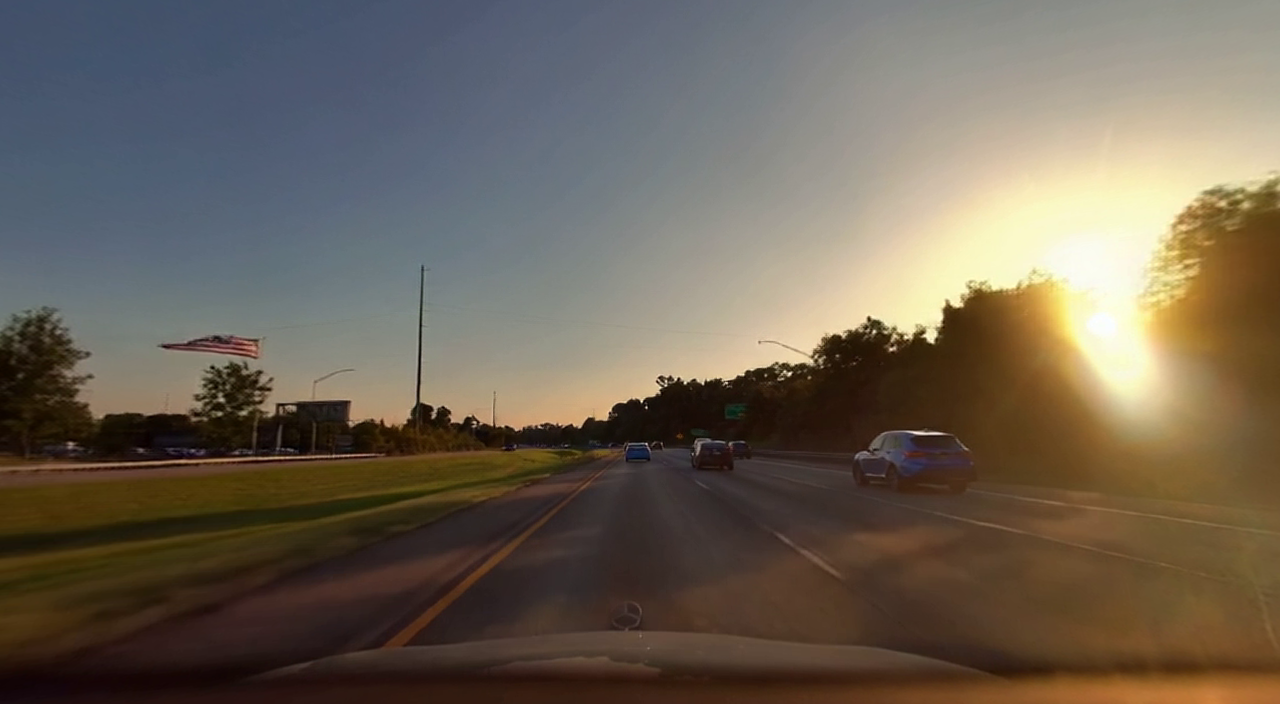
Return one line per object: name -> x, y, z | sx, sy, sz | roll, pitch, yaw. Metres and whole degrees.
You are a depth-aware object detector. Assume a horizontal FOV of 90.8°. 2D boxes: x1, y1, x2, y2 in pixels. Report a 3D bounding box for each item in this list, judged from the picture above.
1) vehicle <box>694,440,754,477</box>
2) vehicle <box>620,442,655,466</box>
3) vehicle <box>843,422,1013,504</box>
vehicle -> 3.627, 4.677, 28.107 | 1.978, 1.488, 4.252 | 0, -8, -2
vehicle -> -0.179, 6.428, 40.057 | 2.085, 1.449, 3.860 | 0, -8, -1
vehicle -> 7.249, 2.835, 16.615 | 2.114, 1.800, 4.779 | 0, -8, -1
